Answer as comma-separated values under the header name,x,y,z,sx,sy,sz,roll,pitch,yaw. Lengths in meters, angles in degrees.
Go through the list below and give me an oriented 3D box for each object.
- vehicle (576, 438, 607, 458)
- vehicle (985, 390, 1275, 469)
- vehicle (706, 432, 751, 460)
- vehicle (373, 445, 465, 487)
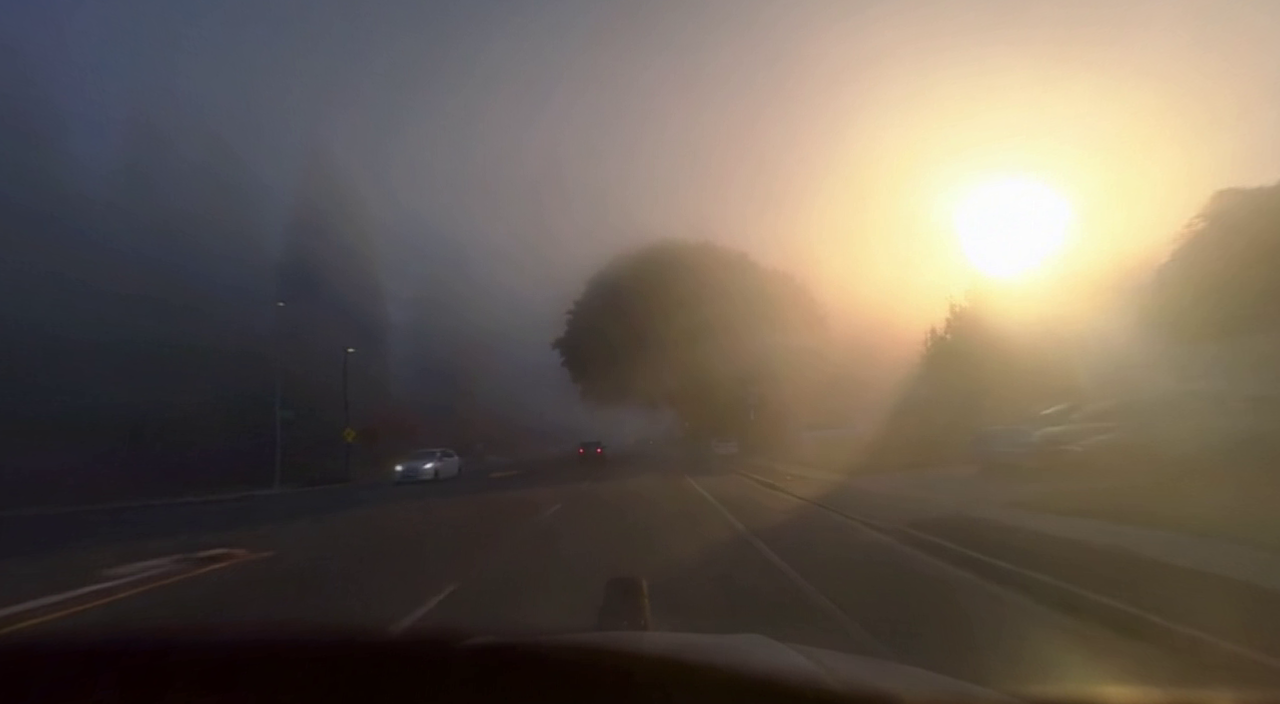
name,x,y,z,sx,sy,sz,roll,pitch,yaw
vehicle,-3.561,7.061,46.474,1.973,1.400,3.915,0,-8,0
vehicle,10.317,1.678,13.582,4.606,1.525,1.932,0,-8,-1
vehicle,5.248,5.637,37.770,1.995,1.546,4.474,0,-8,-1
vehicle,-8.932,4.593,25.906,2.027,1.522,4.469,-1,-8,2
